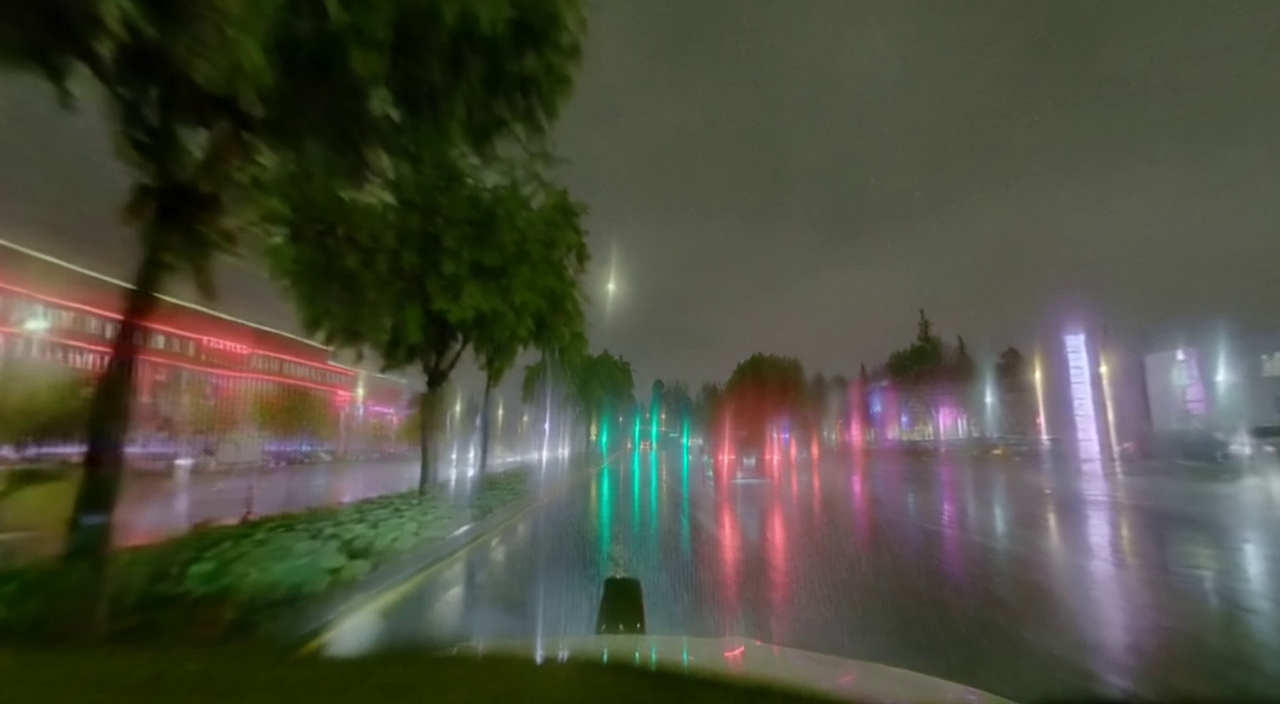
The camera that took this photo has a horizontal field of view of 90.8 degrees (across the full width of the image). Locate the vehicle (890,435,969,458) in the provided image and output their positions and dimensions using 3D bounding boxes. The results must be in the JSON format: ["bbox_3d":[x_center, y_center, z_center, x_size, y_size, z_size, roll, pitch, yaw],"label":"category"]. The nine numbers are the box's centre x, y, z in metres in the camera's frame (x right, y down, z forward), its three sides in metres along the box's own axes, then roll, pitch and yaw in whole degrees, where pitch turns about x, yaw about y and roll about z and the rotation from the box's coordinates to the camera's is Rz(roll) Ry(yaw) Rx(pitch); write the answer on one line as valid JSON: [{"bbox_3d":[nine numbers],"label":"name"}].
[{"bbox_3d":[19.799,6.477,43.325,4.518,1.501,1.902,0,-8,0],"label":"vehicle"}]

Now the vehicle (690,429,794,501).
[{"bbox_3d":[2.563,2.955,16.939,1.963,1.677,4.229,0,-8,-1],"label":"vehicle"}]

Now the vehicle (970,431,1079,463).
[{"bbox_3d":[19.701,4.883,32.536,4.227,1.567,2.034,0,-8,1],"label":"vehicle"}]

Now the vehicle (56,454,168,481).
[{"bbox_3d":[-29.287,6.415,35.176,4.340,1.422,1.976,1,-8,-5],"label":"vehicle"}]

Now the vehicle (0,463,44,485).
[{"bbox_3d":[-42.647,8.163,42.335,3.598,1.432,1.688,0,-8,1],"label":"vehicle"}]

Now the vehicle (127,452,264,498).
[{"bbox_3d":[-16.386,4.508,23.638,1.927,1.492,4.347,0,-8,0],"label":"vehicle"}]

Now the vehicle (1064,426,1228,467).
[{"bbox_3d":[19.556,3.668,24.590,4.584,1.503,1.942,0,-8,2],"label":"vehicle"}]
